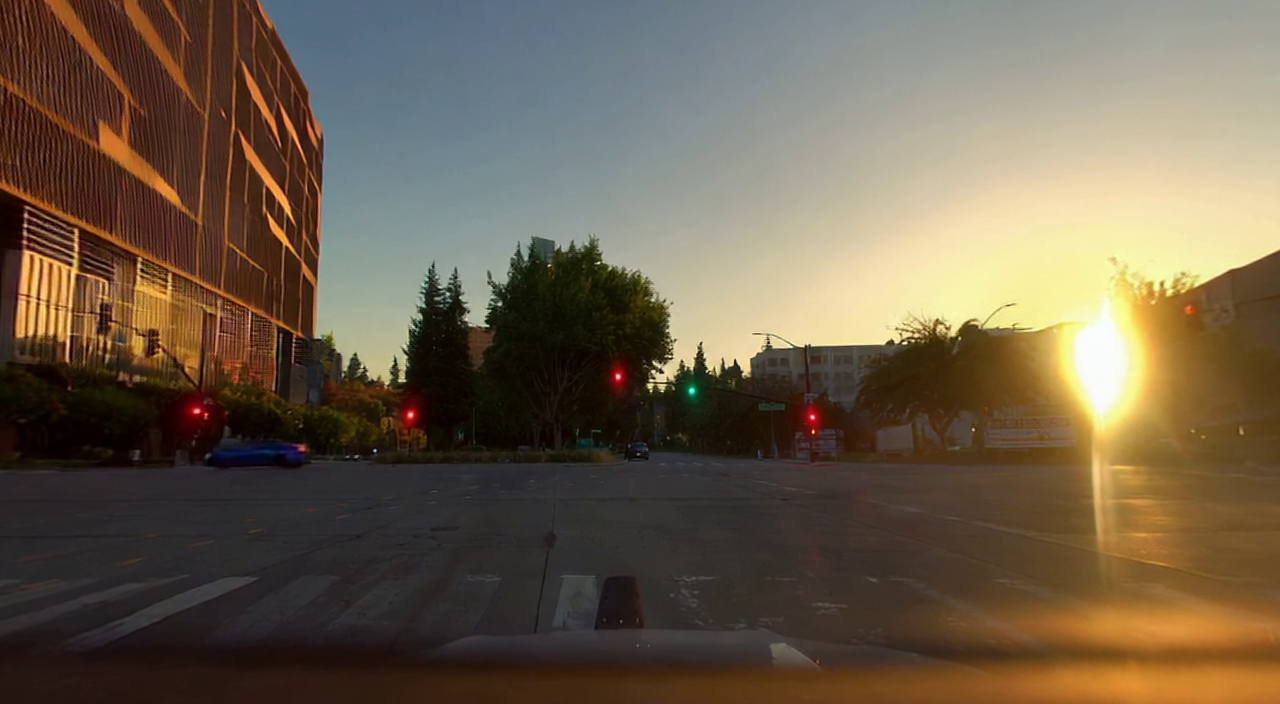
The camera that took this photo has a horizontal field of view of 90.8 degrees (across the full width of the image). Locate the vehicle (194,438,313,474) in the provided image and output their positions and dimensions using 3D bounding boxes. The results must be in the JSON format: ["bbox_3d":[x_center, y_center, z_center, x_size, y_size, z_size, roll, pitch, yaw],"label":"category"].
[{"bbox_3d":[-19.531,5.258,32.104,4.639,1.699,2.030,1,-9,-6],"label":"vehicle"}]
